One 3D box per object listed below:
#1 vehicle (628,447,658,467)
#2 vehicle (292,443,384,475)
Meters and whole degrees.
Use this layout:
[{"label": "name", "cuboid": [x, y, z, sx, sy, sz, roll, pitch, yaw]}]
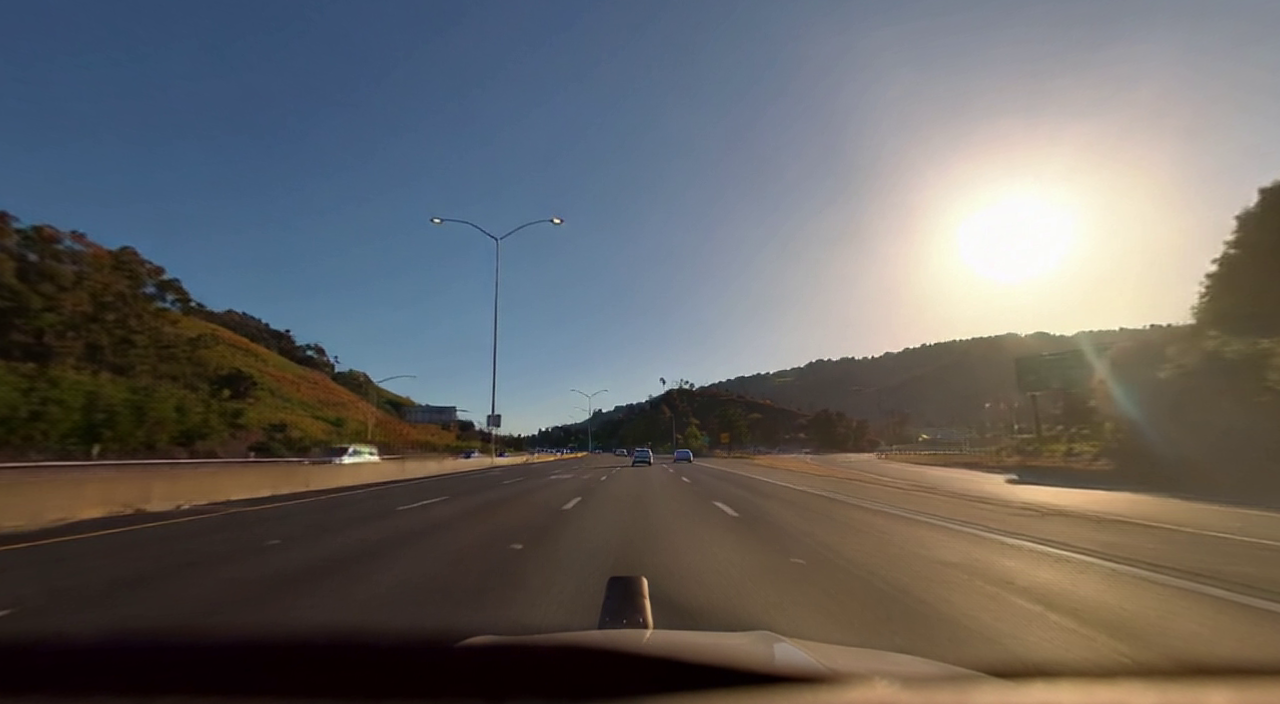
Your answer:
[{"label": "vehicle", "cuboid": [0.199, 8.155, 49.115, 2.193, 1.497, 4.337, 0, -9, -1]}, {"label": "vehicle", "cuboid": [-17.442, 6.184, 36.854, 2.241, 1.653, 6.297, 0, -9, 0]}]
